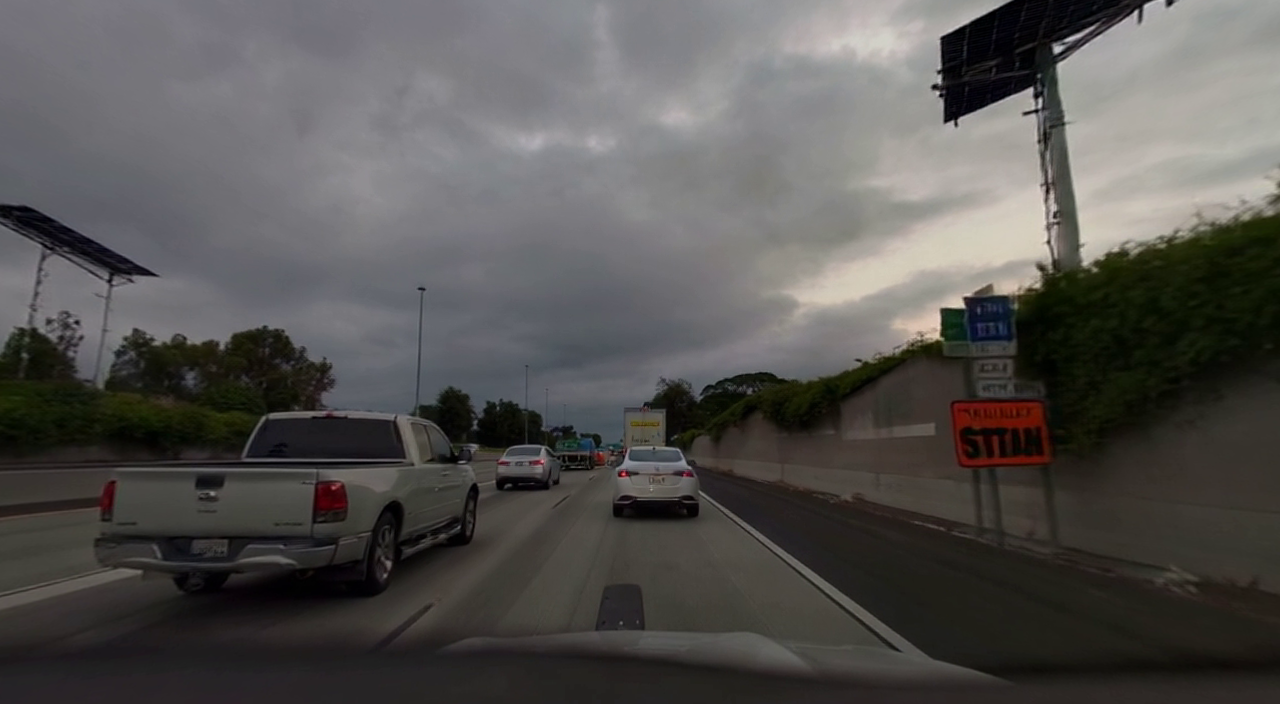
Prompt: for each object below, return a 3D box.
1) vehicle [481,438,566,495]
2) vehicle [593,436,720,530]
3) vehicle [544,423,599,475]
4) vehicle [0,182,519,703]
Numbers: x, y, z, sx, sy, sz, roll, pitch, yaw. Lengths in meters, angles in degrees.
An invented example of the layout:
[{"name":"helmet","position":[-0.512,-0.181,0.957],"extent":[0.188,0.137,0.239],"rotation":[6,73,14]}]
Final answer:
[{"name":"vehicle","position":[-3.643,3.658,20.473],"extent":[1.963,1.627,3.849],"rotation":[0,-9,0]},{"name":"vehicle","position":[0.247,2.411,12.090],"extent":[2.063,1.507,3.488],"rotation":[0,-9,-1]},{"name":"vehicle","position":[-3.673,5.393,35.140],"extent":[2.290,2.613,5.975],"rotation":[0,-9,1]},{"name":"vehicle","position":[-3.053,0.983,6.438],"extent":[2.289,2.757,6.726],"rotation":[0,-9,0]}]
